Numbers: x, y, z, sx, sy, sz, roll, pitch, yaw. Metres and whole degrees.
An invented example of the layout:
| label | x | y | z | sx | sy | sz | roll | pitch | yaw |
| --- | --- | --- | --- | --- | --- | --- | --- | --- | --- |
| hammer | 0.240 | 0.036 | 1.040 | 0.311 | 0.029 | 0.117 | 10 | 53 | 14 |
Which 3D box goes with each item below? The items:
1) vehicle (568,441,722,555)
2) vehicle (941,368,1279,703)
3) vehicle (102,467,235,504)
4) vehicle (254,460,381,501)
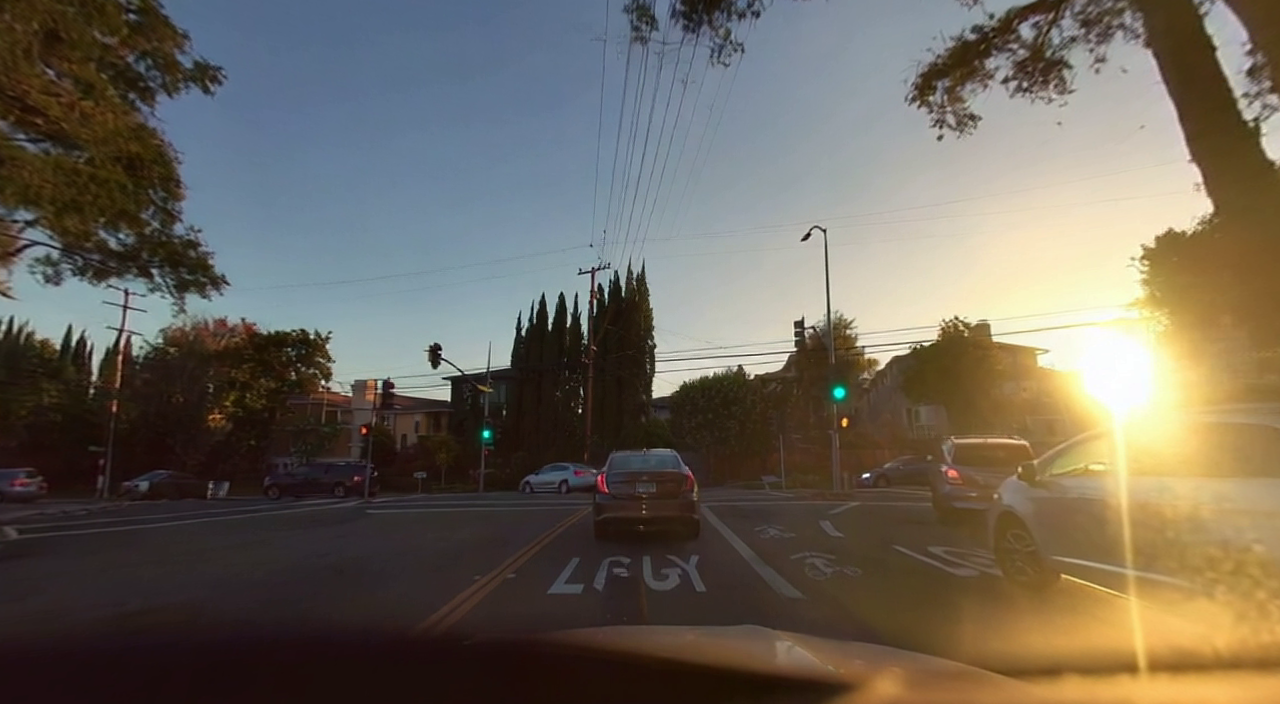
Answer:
| label | x | y | z | sx | sy | sz | roll | pitch | yaw |
| --- | --- | --- | --- | --- | --- | --- | --- | --- | --- |
| vehicle | 0.105 | 2.313 | 10.824 | 2.078 | 1.506 | 4.512 | 0 | -8 | 1 |
| vehicle | 4.572 | 1.278 | 5.131 | 2.095 | 1.836 | 4.895 | -1 | -8 | 4 |
| vehicle | -21.080 | 5.946 | 28.261 | 4.736 | 1.475 | 1.921 | -2 | -9 | 9 |
| vehicle | -13.885 | 5.507 | 27.245 | 4.485 | 1.625 | 1.980 | -2 | -9 | 10 |
